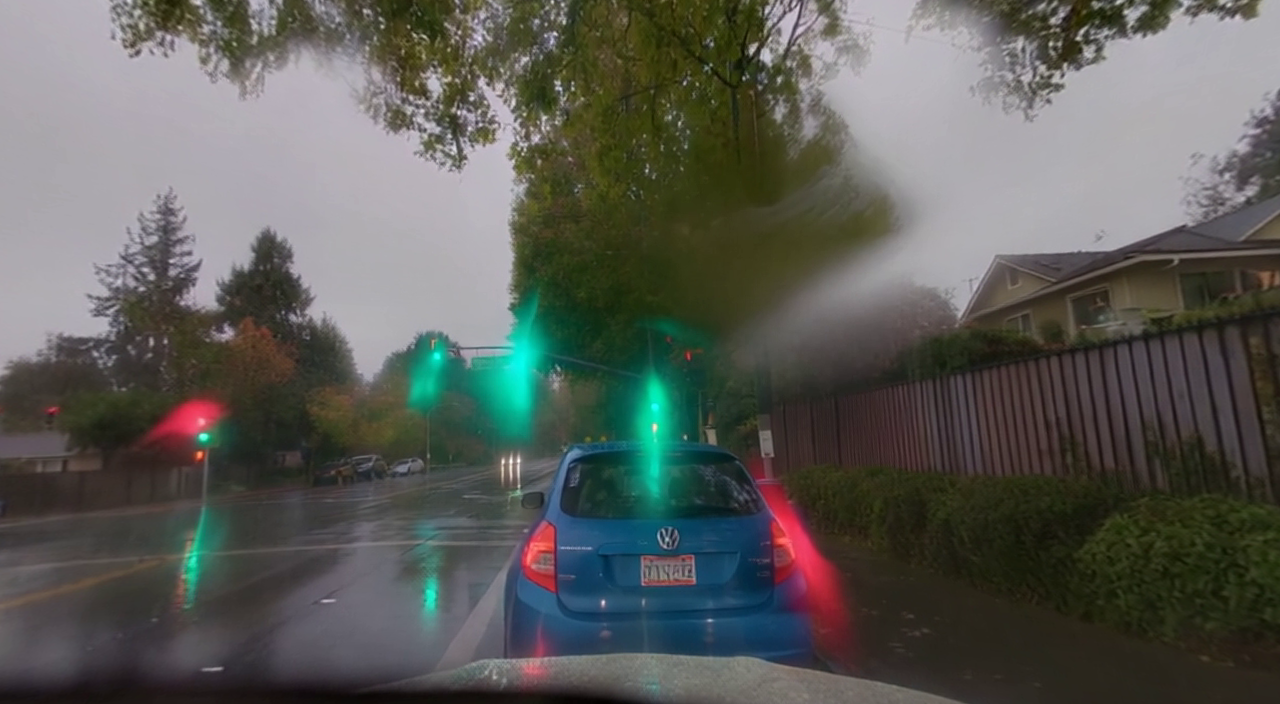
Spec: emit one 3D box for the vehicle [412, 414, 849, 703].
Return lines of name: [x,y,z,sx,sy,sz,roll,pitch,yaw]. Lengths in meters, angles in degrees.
vehicle: [-0.197,1.322,4.822,2.024,1.502,3.702,1,-8,-6]
